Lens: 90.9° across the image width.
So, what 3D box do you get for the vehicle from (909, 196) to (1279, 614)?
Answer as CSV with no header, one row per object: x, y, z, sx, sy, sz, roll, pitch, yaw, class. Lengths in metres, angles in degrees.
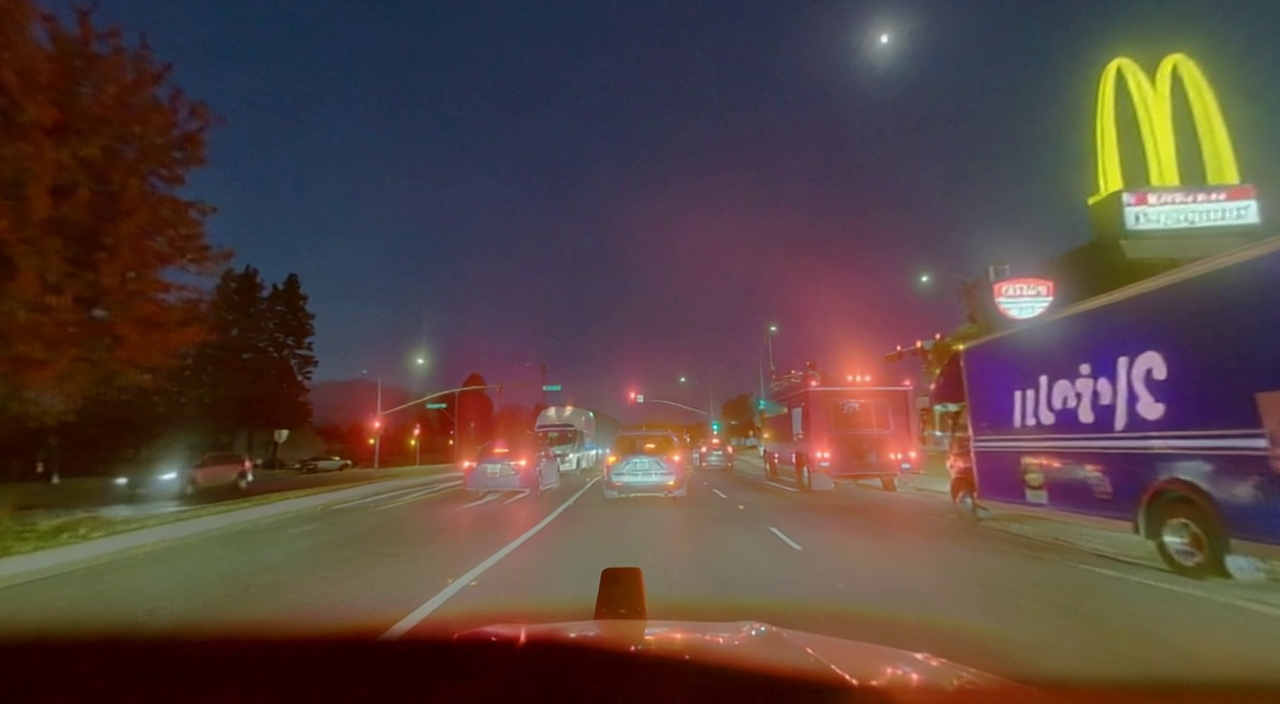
6.681,0.876,8.194,2.891,3.361,7.843,0,-8,0,vehicle

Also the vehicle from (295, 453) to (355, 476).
-22.413,7.991,45.098,1.824,1.470,4.486,-1,-8,2,vehicle

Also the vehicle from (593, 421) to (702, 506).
0.183,2.563,14.864,2.209,1.718,4.008,0,-8,1,vehicle

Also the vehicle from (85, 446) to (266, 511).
-13.272,3.586,18.462,1.928,1.497,4.446,0,-7,0,vehicle

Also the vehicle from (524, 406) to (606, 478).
-3.140,4.069,28.409,2.715,2.791,7.171,0,-8,1,vehicle

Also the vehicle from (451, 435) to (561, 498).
-3.476,3.069,17.333,2.008,1.500,4.369,0,-8,1,vehicle

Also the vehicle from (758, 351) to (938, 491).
6.834,2.712,23.021,2.816,3.804,10.315,-3,-9,0,vehicle

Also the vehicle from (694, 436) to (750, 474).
3.607,4.616,28.505,2.075,1.540,4.411,-1,-8,2,vehicle
